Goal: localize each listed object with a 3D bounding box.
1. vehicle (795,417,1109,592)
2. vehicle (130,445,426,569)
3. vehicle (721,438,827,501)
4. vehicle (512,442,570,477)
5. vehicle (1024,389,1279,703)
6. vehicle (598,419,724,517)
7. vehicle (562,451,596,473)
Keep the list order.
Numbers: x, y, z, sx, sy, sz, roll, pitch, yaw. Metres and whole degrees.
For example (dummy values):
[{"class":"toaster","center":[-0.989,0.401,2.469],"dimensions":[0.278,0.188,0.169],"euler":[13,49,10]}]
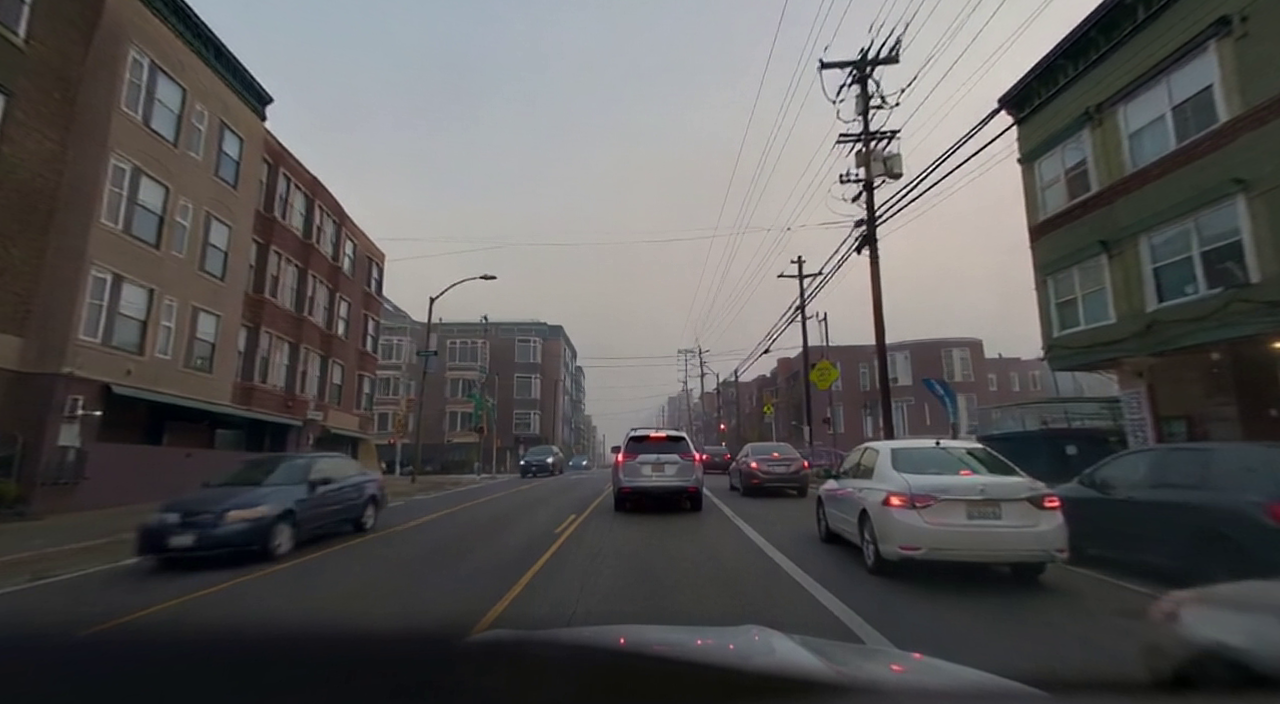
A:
[{"class":"vehicle","center":[3.352,1.684,7.842],"dimensions":[1.906,1.578,4.020],"euler":[0,-8,1]},{"class":"vehicle","center":[-5.244,2.246,10.075],"dimensions":[1.966,1.470,4.528],"euler":[0,-8,1]},{"class":"vehicle","center":[3.381,3.039,16.811],"dimensions":[1.970,1.452,4.227],"euler":[0,-8,1]},{"class":"vehicle","center":[-5.171,5.655,33.495],"dimensions":[2.215,1.703,4.614],"euler":[0,-8,2]},{"class":"vehicle","center":[3.120,0.698,0.863],"dimensions":[2.116,1.487,4.988],"euler":[0,-8,1]},{"class":"vehicle","center":[0.371,2.351,13.277],"dimensions":[2.232,1.736,4.036],"euler":[0,-8,0]},{"class":"vehicle","center":[-4.720,8.623,49.519],"dimensions":[2.014,1.538,4.275],"euler":[-1,-8,3]}]
